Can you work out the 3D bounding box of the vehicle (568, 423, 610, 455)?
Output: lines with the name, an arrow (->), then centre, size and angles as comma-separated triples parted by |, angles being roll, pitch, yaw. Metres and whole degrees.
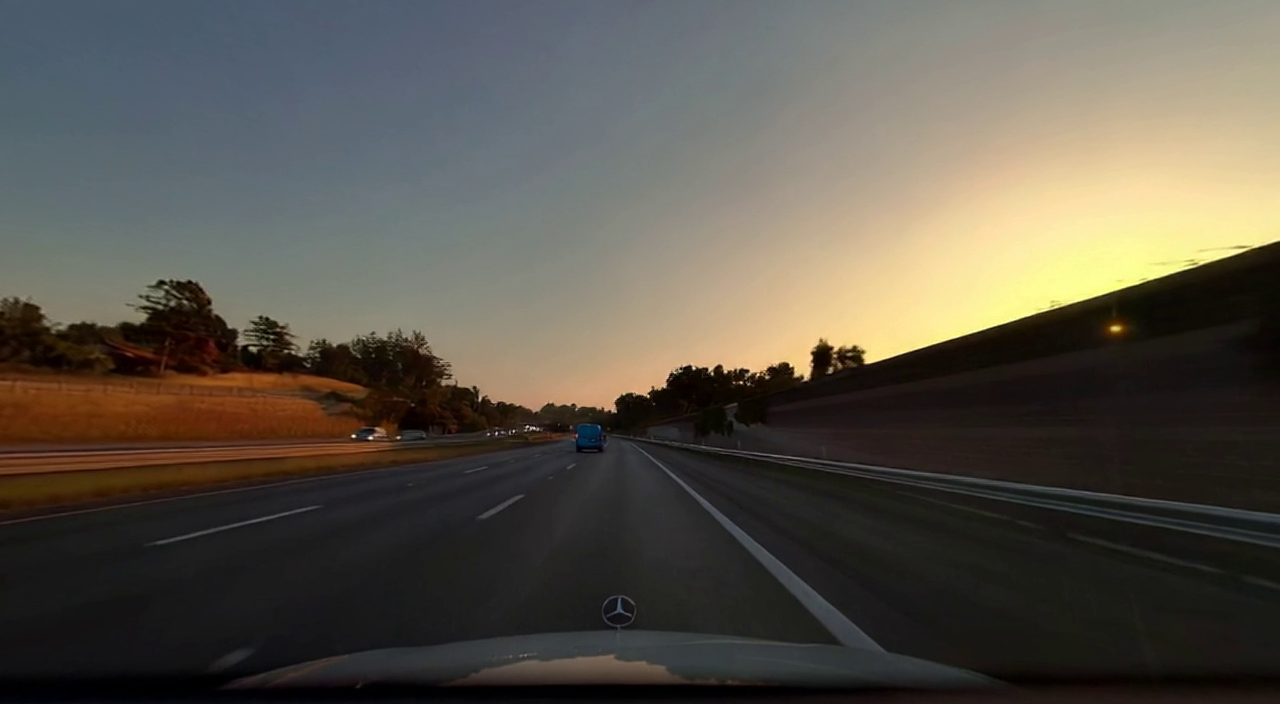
vehicle -> -3.413, 5.945, 43.187 | 2.309, 2.053, 4.884 | 0, -8, 2
